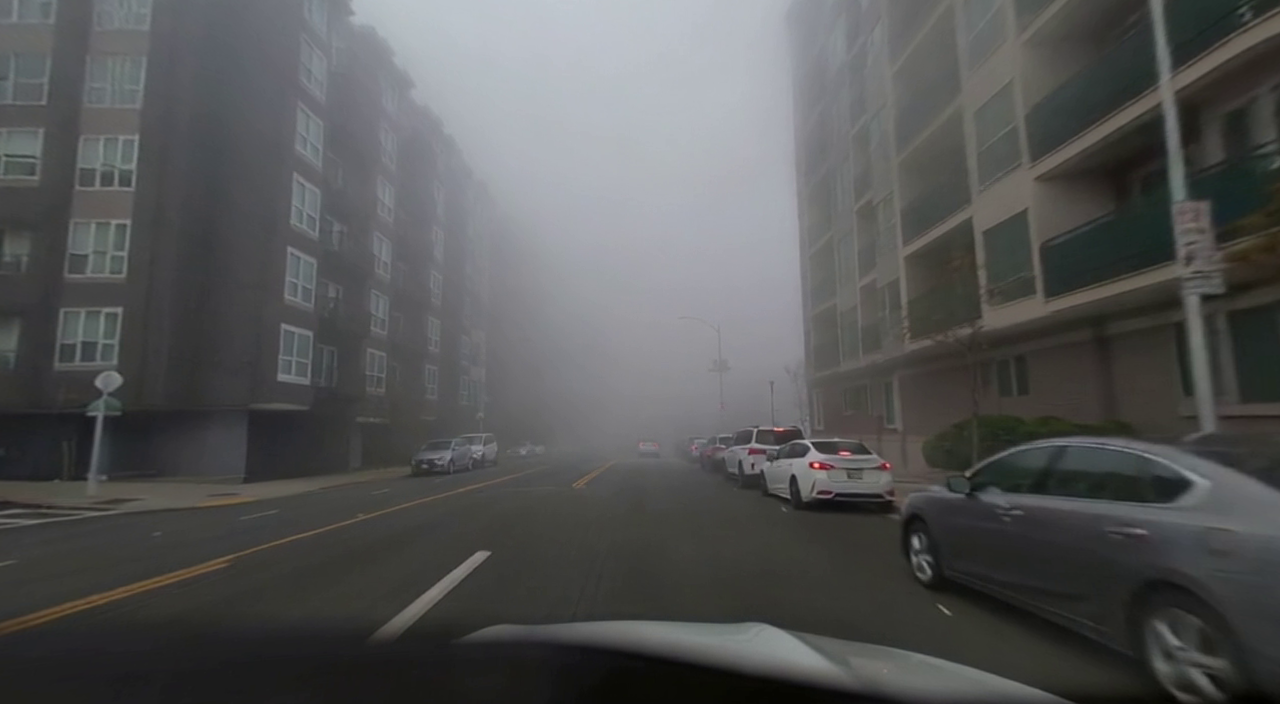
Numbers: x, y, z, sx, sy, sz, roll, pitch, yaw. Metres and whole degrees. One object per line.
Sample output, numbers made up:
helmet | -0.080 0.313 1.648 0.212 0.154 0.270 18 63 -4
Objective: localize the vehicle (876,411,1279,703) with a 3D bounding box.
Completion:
vehicle | 3.501 1.176 4.006 2.107 1.439 4.938 0 -8 0

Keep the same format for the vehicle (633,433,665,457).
vehicle | 0.664 6.957 47.164 2.261 1.740 4.065 0 -8 0

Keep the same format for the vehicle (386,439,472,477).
vehicle | -9.293 4.673 28.221 2.089 1.549 4.597 -1 -8 2

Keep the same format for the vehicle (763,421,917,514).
vehicle | 3.825 2.251 12.646 1.946 1.607 3.082 0 -8 -2

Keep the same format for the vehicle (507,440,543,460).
vehicle | -8.967 7.641 49.427 2.021 1.474 4.337 0 -8 -1

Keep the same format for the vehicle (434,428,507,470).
vehicle | -9.030 5.223 34.159 2.457 2.048 5.461 0 -8 0
